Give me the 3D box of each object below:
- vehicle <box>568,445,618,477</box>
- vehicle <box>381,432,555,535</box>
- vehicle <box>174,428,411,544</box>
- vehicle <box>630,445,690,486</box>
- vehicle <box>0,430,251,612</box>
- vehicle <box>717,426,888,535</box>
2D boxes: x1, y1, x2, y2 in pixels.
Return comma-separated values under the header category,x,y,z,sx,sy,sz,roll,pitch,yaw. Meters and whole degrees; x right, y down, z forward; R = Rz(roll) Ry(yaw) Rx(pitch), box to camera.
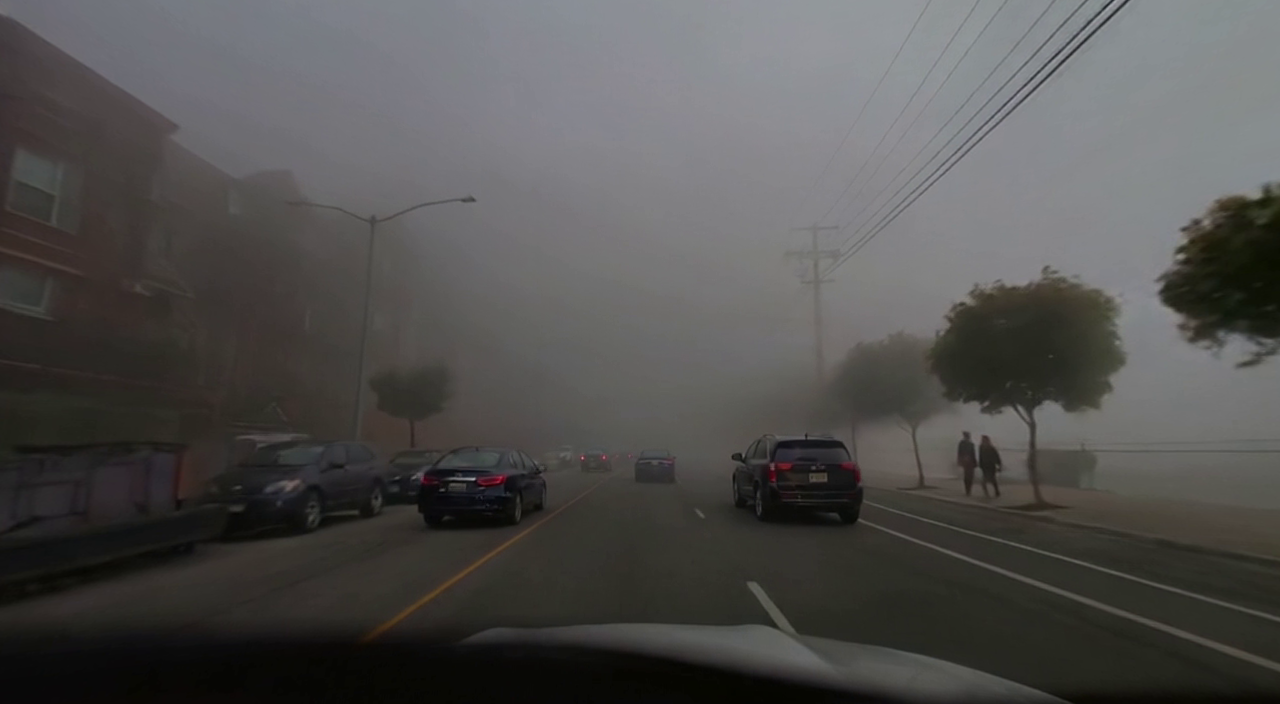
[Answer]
category,x,y,z,sx,sy,sz,roll,pitch,yaw
vehicle,-2.328,5.580,32.445,2.019,1.507,4.643,-1,-9,2
vehicle,-3.034,2.408,12.128,2.085,1.619,3.976,-1,-9,2
vehicle,-5.944,2.317,11.511,1.867,1.692,4.188,0,-9,1
vehicle,0.758,4.431,24.951,2.139,1.466,4.373,0,-9,1
vehicle,-6.178,1.723,7.104,1.620,1.586,2.903,0,-9,1
vehicle,2.852,2.374,12.255,2.094,1.709,4.394,0,-9,-1
